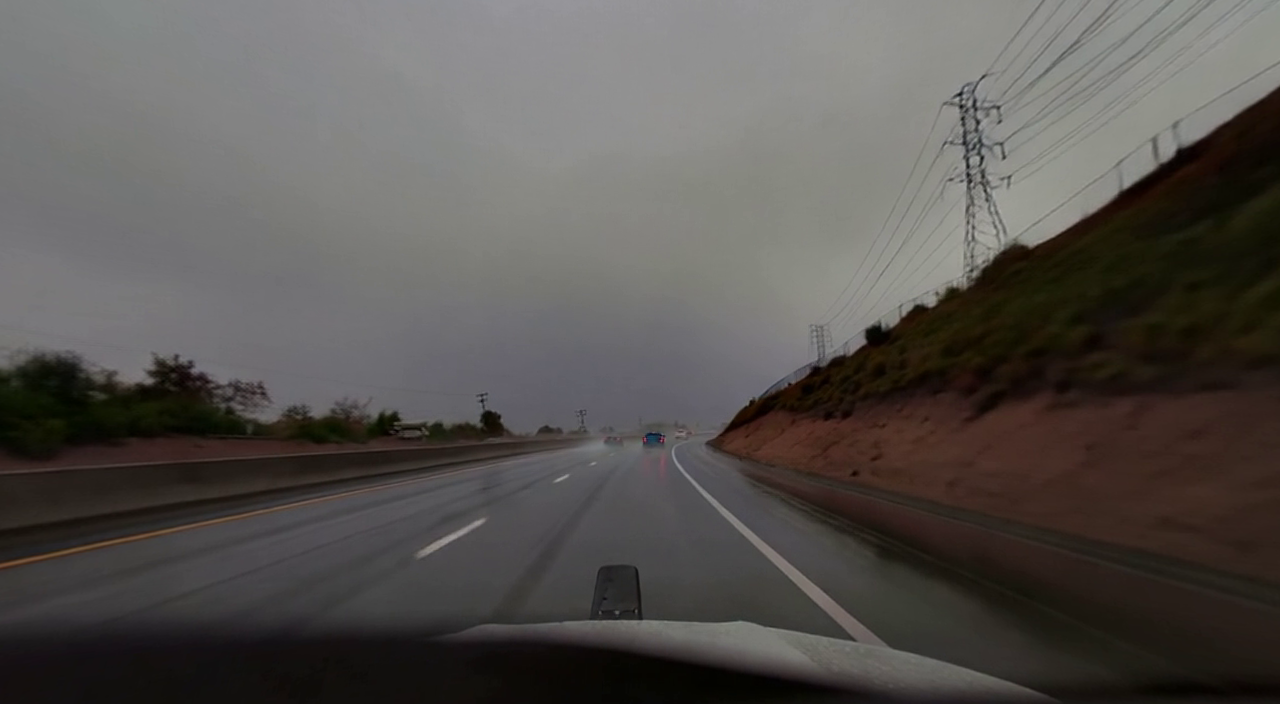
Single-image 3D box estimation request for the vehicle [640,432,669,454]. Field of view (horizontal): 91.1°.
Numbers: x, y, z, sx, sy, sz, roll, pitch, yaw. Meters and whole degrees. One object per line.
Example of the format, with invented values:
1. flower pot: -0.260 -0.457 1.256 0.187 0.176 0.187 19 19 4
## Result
1. vehicle: 1.152 6.891 47.796 2.077 1.523 4.206 0 -8 3
